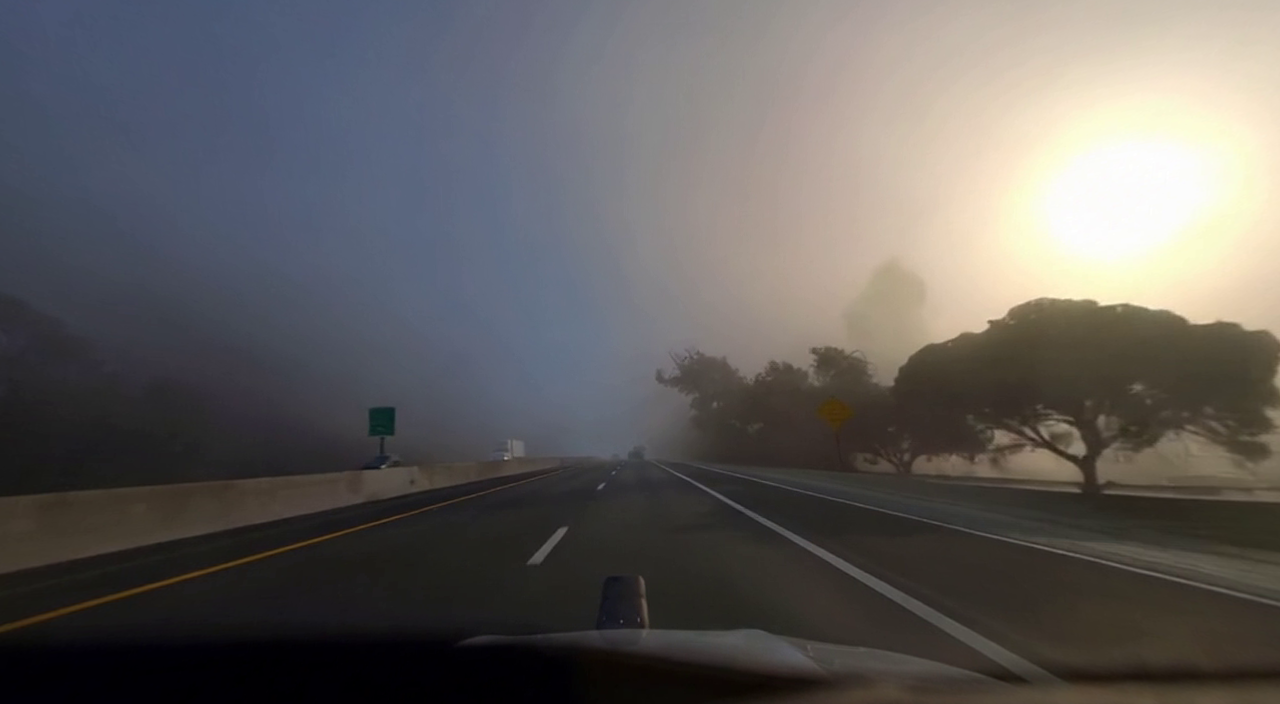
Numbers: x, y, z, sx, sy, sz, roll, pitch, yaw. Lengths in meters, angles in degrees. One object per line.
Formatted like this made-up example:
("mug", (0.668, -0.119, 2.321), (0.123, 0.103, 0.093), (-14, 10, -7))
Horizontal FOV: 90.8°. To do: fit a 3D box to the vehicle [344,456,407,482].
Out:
("vehicle", (-16.514, 7.321, 39.720), (1.976, 1.499, 4.566), (0, -9, 0))
